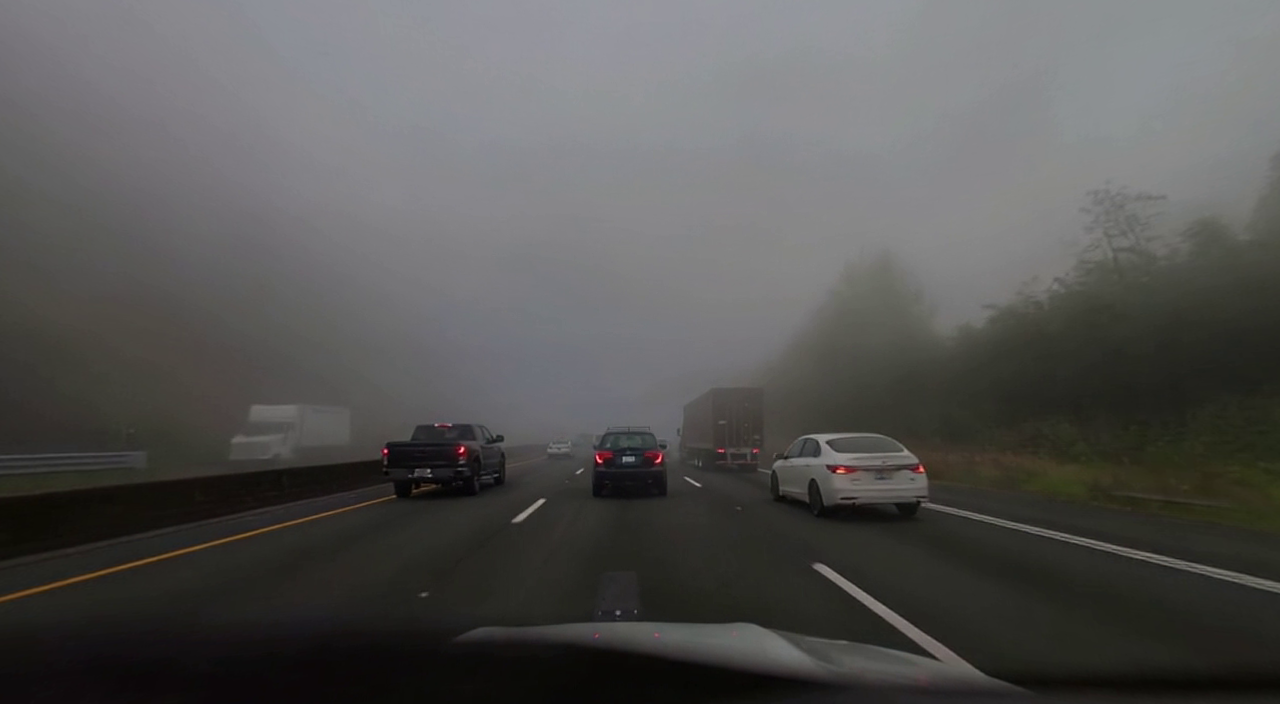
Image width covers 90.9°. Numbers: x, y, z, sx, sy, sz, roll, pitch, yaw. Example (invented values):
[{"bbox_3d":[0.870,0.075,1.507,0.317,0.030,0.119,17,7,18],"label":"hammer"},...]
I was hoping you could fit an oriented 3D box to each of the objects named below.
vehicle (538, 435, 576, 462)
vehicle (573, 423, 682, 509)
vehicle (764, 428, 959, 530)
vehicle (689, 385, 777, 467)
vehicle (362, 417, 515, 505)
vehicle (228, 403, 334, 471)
[{"bbox_3d":[-5.294,6.165,40.562,1.971,1.648,3.983,0,-8,-1],"label":"vehicle"},{"bbox_3d":[-0.264,2.455,14.060,2.083,1.647,3.799,0,-8,-1],"label":"vehicle"},{"bbox_3d":[3.655,2.136,11.274,1.951,1.477,3.963,0,-8,-2],"label":"vehicle"},{"bbox_3d":[5.221,4.675,38.914,2.888,4.135,14.071,0,-8,-2],"label":"vehicle"},{"bbox_3d":[-4.543,2.523,15.143,2.101,1.767,4.702,0,-8,0],"label":"vehicle"},{"bbox_3d":[-21.478,5.148,38.131,3.048,3.785,5.664,0,-8,-1],"label":"vehicle"}]
